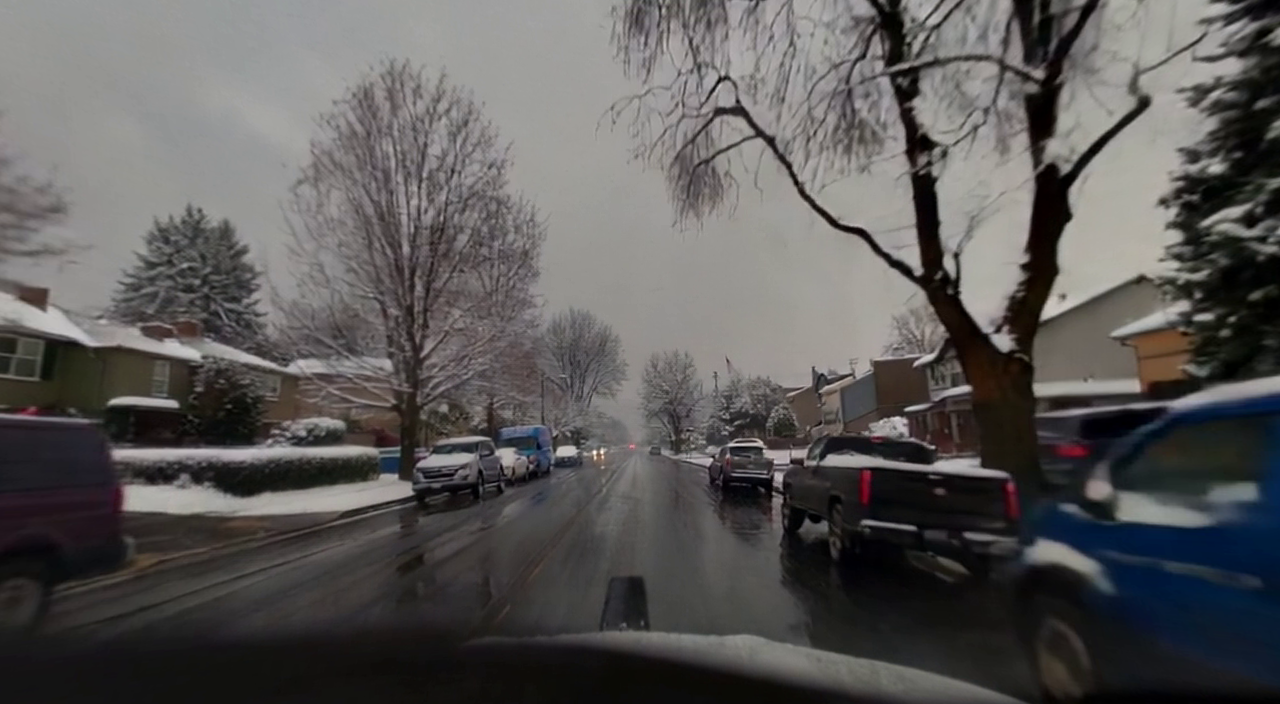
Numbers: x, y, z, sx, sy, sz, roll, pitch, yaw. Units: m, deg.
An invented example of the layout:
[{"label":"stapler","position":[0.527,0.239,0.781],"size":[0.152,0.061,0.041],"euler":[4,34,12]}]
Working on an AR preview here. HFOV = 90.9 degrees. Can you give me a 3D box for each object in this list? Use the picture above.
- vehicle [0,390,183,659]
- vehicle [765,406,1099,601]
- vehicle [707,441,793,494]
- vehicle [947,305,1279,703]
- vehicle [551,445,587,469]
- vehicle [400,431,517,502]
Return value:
[{"label":"vehicle","position":[-5.451,1.067,3.572],"size":[2.163,1.818,4.697],"euler":[0,-8,0]},{"label":"vehicle","position":[3.145,1.730,8.193],"size":[2.172,1.764,4.685],"euler":[0,-8,1]},{"label":"vehicle","position":[3.414,3.683,20.503],"size":[1.945,1.514,4.552],"euler":[0,-8,0]},{"label":"vehicle","position":[3.159,0.714,1.714],"size":[2.059,1.824,5.045],"euler":[0,-8,0]},{"label":"vehicle","position":[-4.966,7.430,44.834],"size":[2.038,1.571,4.524],"euler":[0,-8,0]},{"label":"vehicle","position":[-5.297,3.386,19.133],"size":[2.090,1.855,4.494],"euler":[0,-8,2]}]
